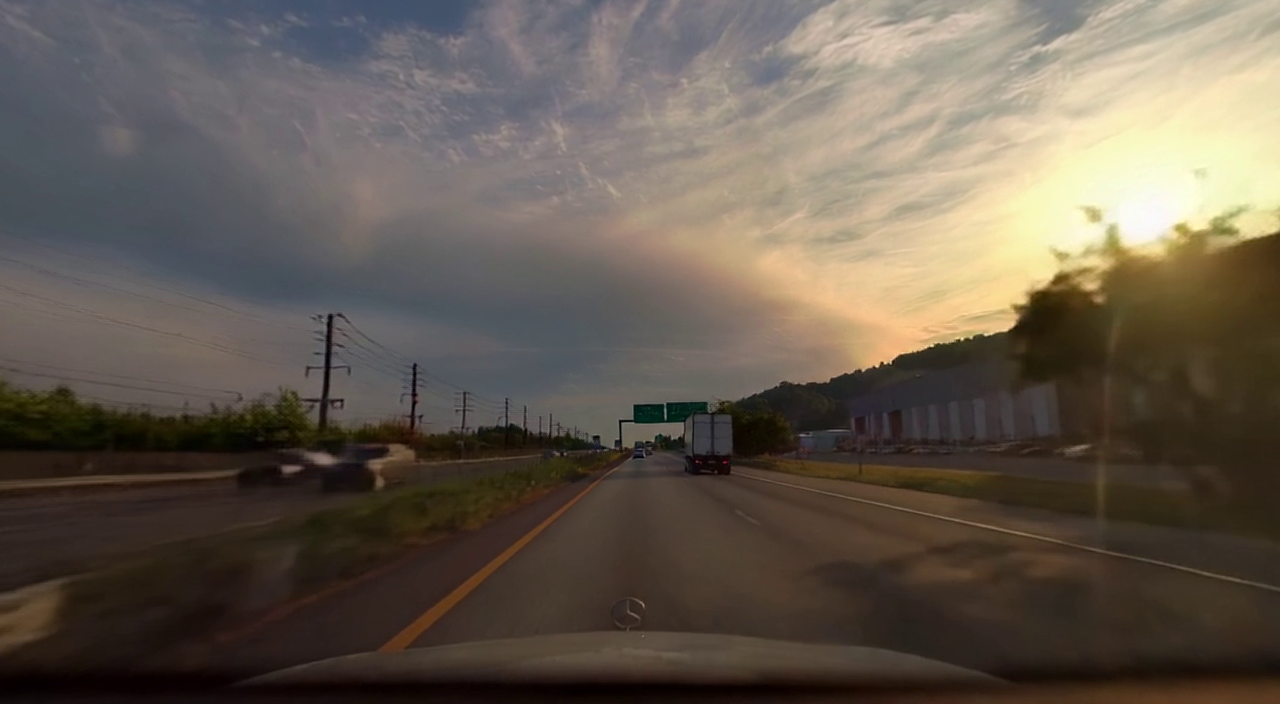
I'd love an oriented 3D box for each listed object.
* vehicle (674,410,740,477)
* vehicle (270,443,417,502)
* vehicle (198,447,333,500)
[{"bbox_3d":[4.455,6.623,45.616,3.038,4.047,13.741,0,-9,-1],"label":"vehicle"},{"bbox_3d":[-8.783,3.590,19.217,2.213,1.567,4.564,0,-9,1],"label":"vehicle"},{"bbox_3d":[-12.461,4.031,21.370,1.909,1.583,4.285,0,-9,0],"label":"vehicle"}]
